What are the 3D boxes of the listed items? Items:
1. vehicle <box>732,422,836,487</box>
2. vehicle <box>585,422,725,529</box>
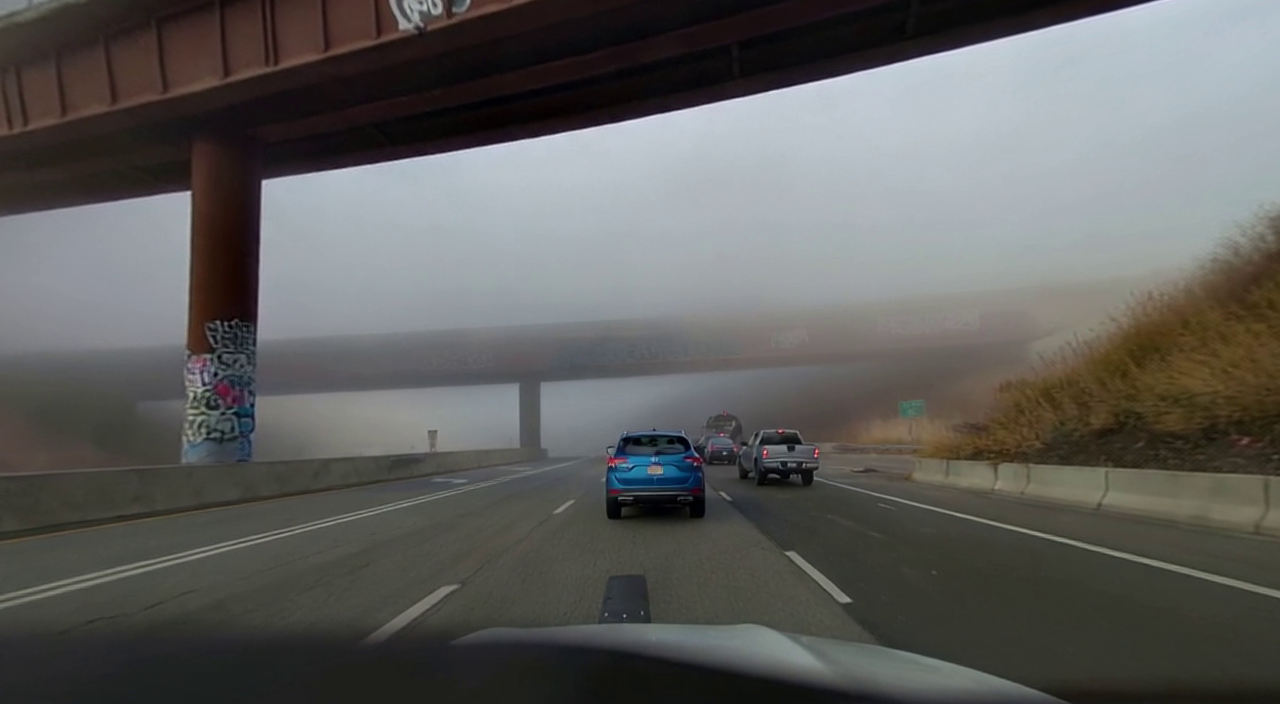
[{"bbox_3d":[4.726,3.494,21.773,2.311,1.922,5.977,-1,-8,1],"label":"vehicle"},{"bbox_3d":[0.268,2.235,11.922,2.193,1.651,3.946,0,-8,1],"label":"vehicle"}]
